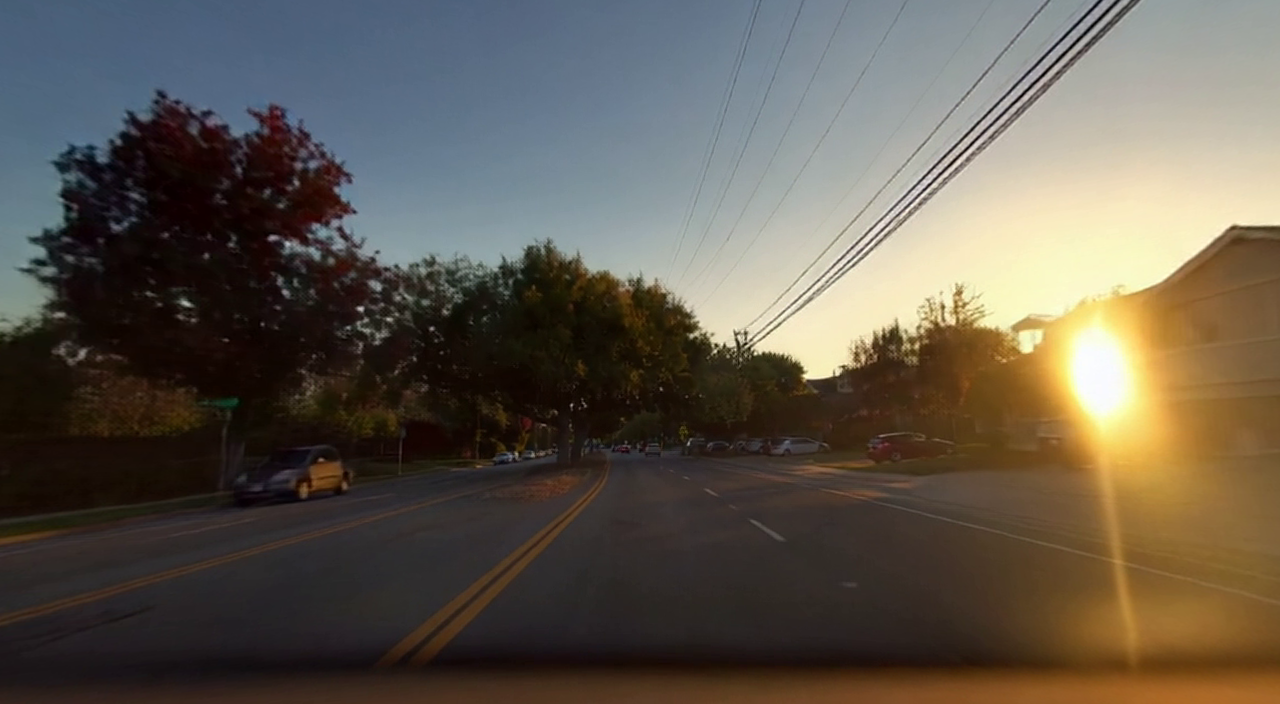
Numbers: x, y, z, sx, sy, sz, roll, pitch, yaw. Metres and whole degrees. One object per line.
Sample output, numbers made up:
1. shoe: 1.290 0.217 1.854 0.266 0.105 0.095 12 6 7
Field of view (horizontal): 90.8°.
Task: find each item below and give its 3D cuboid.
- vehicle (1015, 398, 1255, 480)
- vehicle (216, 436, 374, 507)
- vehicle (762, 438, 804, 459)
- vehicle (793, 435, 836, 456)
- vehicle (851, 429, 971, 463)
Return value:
1. vehicle: 13.555 2.420 17.562 4.793 1.744 2.055 -5 -8 0
2. vehicle: -11.258 3.960 21.230 2.347 1.960 5.167 -2 -10 0
3. vehicle: 10.416 7.051 46.396 1.847 1.455 4.650 0 -8 -1
4. vehicle: 12.912 6.933 46.919 1.889 1.499 4.218 0 -8 -2
5. vehicle: 12.860 4.484 30.166 4.767 1.557 1.994 0 -8 -2
